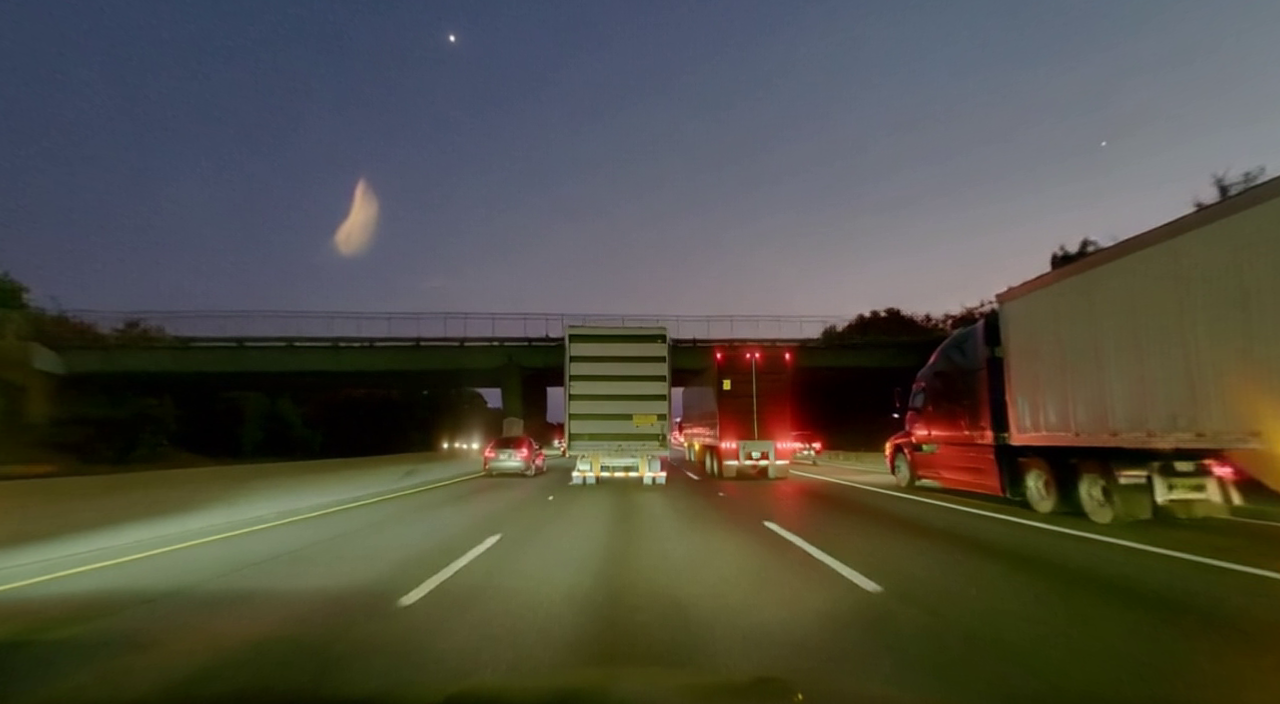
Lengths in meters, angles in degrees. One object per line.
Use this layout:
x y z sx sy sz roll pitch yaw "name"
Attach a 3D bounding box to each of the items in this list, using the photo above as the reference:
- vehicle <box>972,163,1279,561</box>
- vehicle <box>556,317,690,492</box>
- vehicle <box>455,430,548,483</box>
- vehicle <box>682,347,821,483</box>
8.187 0.000 5.792 3.000 4.114 13.063 0 -8 -1 "vehicle"
-0.604 1.911 20.045 3.090 4.065 10.702 0 -8 -2 "vehicle"
-4.199 3.214 19.707 2.049 1.483 3.786 0 -8 0 "vehicle"
3.546 2.551 23.735 2.817 3.886 11.491 0 -8 -2 "vehicle"
